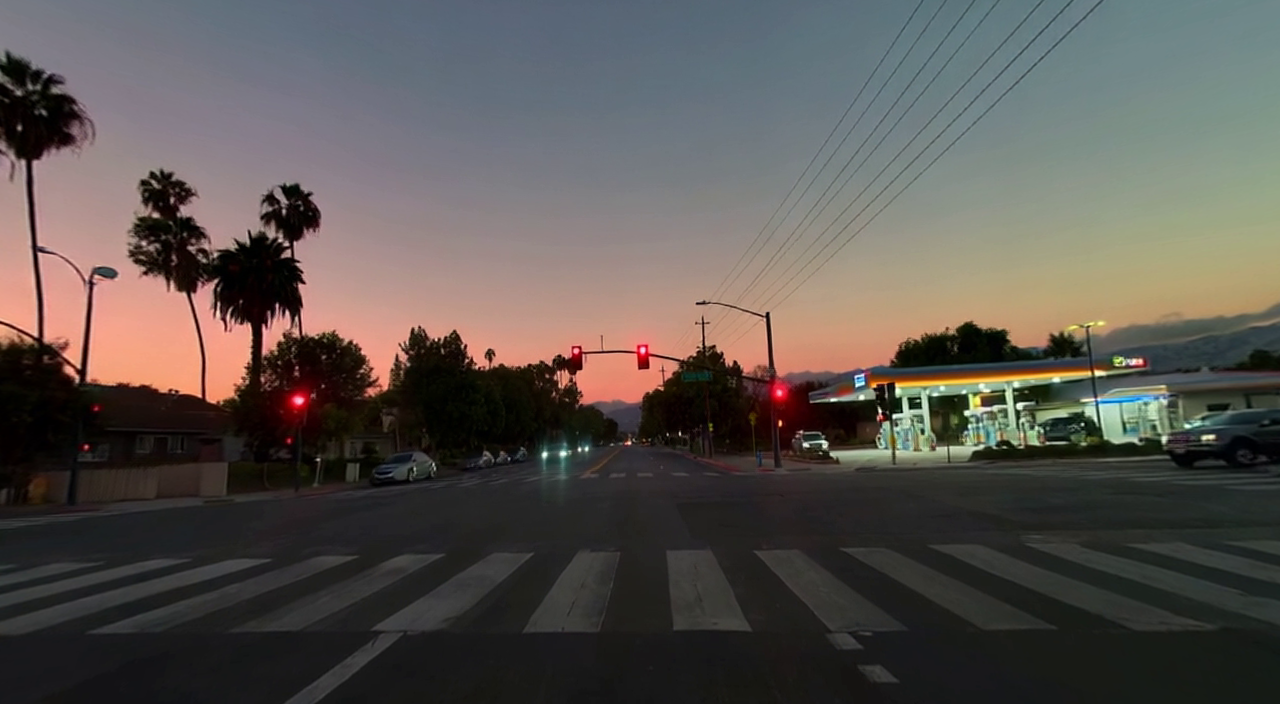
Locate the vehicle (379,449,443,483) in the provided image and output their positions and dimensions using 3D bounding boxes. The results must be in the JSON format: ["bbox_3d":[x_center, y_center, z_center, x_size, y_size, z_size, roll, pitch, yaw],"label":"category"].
[{"bbox_3d":[-13.031,6.473,36.252,2.009,1.777,4.559,0,-9,-1],"label":"vehicle"}]

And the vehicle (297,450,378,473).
[{"bbox_3d":[-20.922,7.586,43.863,4.672,1.469,1.816,0,-9,-2],"label":"vehicle"}]

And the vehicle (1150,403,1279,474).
[{"bbox_3d":[17.509,2.407,17.539,5.086,1.817,1.952,0,-9,-5],"label":"vehicle"}]
